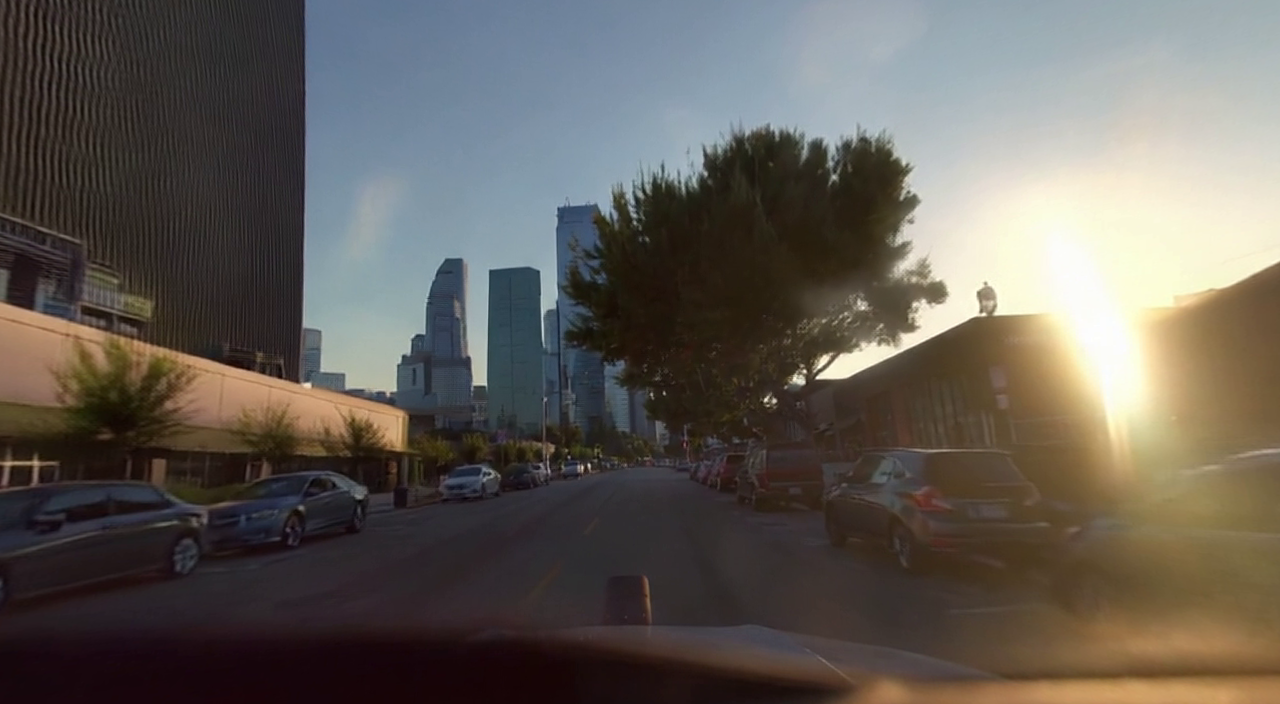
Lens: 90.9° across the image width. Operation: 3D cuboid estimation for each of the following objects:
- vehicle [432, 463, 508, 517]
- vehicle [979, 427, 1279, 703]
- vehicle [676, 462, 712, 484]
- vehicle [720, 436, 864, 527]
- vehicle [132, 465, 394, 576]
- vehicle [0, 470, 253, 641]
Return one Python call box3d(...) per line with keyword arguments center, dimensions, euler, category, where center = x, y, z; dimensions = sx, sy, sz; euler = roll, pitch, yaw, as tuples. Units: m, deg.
box3d(center=(-7.146, 5.827, 27.115), dimensions=(1.996, 1.770, 5.518), euler=(-1, -8, -3), category="vehicle")
box3d(center=(4.056, 1.129, 3.180), dimensions=(1.973, 1.494, 4.867), euler=(-1, -9, 0), category="vehicle")
box3d(center=(4.033, 9.094, 47.684), dimensions=(2.081, 1.463, 4.263), euler=(0, -9, -3), category="vehicle")
box3d(center=(3.792, 3.352, 17.017), dimensions=(2.390, 2.005, 5.276), euler=(0, -9, -2), category="vehicle")
box3d(center=(-7.089, 3.176, 12.724), dimensions=(2.182, 1.522, 4.946), euler=(-3, -8, 2), category="vehicle")
box3d(center=(-7.212, 2.287, 7.562), dimensions=(2.001, 1.502, 4.851), euler=(-1, -8, 1), category="vehicle")
